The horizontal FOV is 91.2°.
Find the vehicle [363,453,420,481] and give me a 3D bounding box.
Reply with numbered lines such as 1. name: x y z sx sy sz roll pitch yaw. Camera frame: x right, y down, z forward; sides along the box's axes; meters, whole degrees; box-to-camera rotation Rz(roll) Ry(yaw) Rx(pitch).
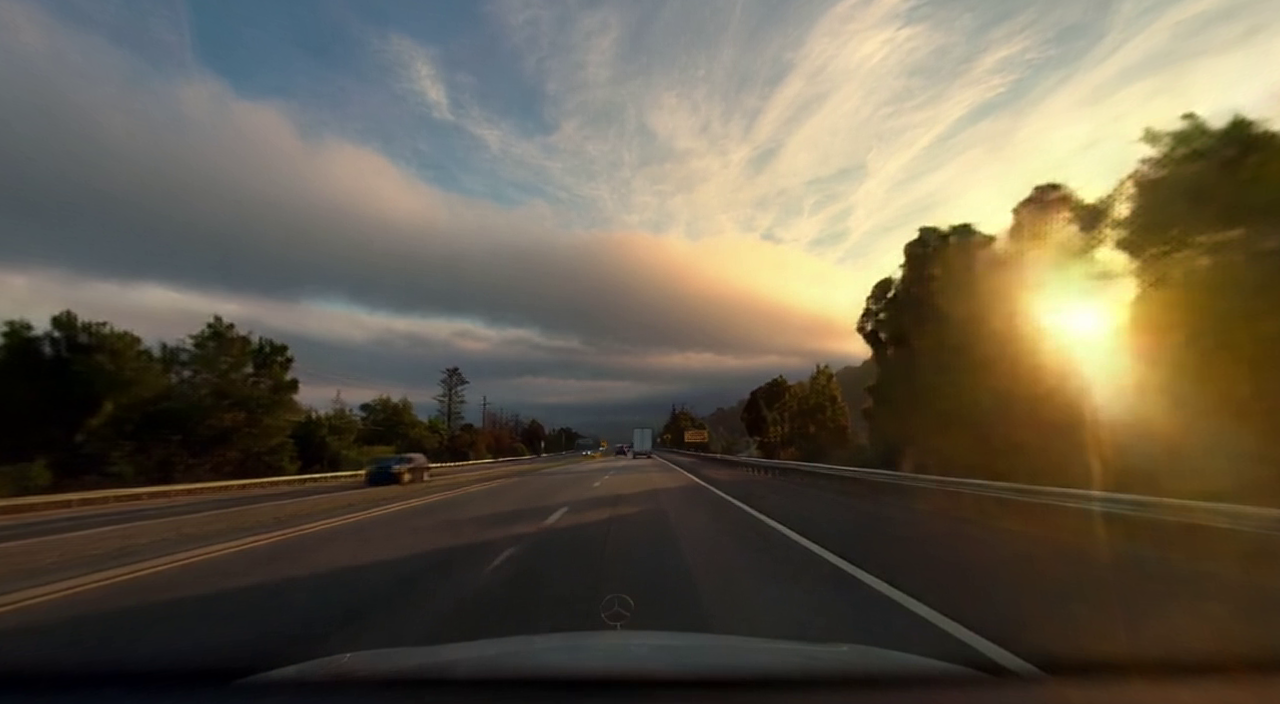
1. vehicle: -17.201 7.960 43.615 1.978 1.828 4.675 0 -9 0
